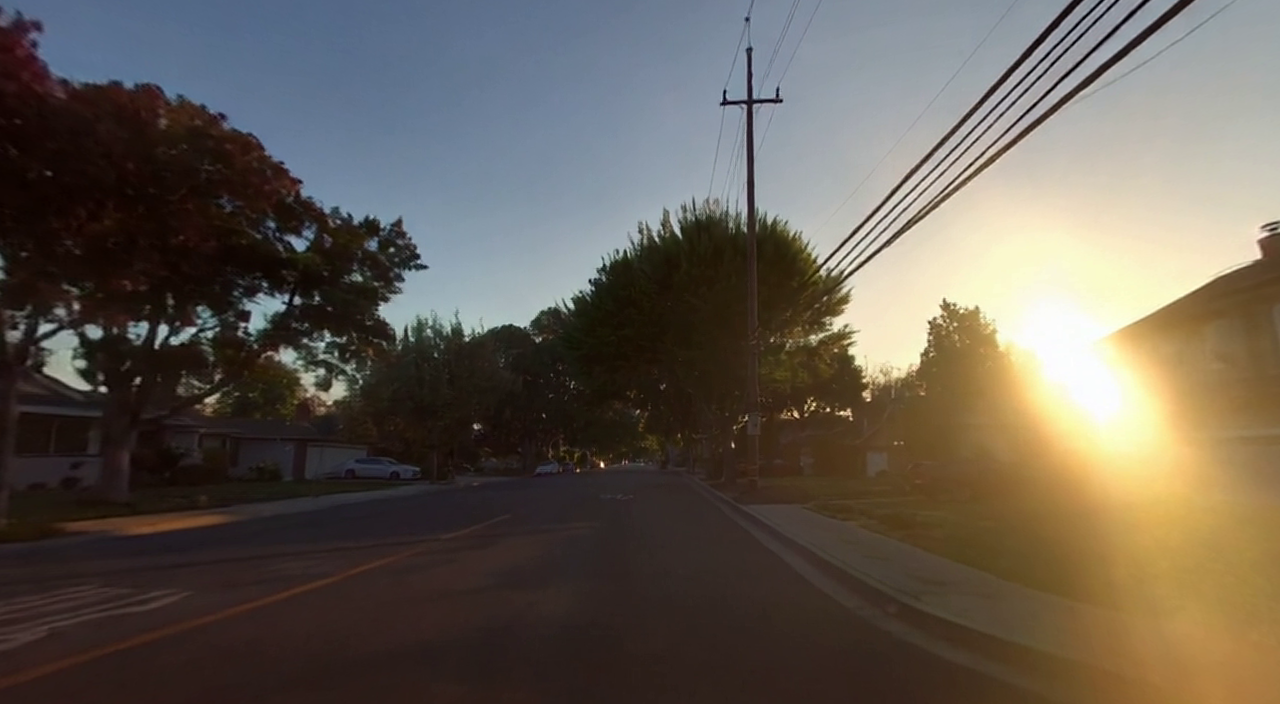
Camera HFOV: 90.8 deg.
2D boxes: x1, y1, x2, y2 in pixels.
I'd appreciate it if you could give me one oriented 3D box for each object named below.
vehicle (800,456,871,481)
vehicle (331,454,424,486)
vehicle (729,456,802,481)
[{"bbox_3d":[12.986,7.781,42.244,4.122,1.610,1.888,0,-9,2],"label":"vehicle"},{"bbox_3d":[-15.177,6.830,36.656,4.500,1.714,1.924,-1,-10,7],"label":"vehicle"},{"bbox_3d":[9.270,8.644,46.858,4.952,1.775,2.089,0,-10,1],"label":"vehicle"}]
